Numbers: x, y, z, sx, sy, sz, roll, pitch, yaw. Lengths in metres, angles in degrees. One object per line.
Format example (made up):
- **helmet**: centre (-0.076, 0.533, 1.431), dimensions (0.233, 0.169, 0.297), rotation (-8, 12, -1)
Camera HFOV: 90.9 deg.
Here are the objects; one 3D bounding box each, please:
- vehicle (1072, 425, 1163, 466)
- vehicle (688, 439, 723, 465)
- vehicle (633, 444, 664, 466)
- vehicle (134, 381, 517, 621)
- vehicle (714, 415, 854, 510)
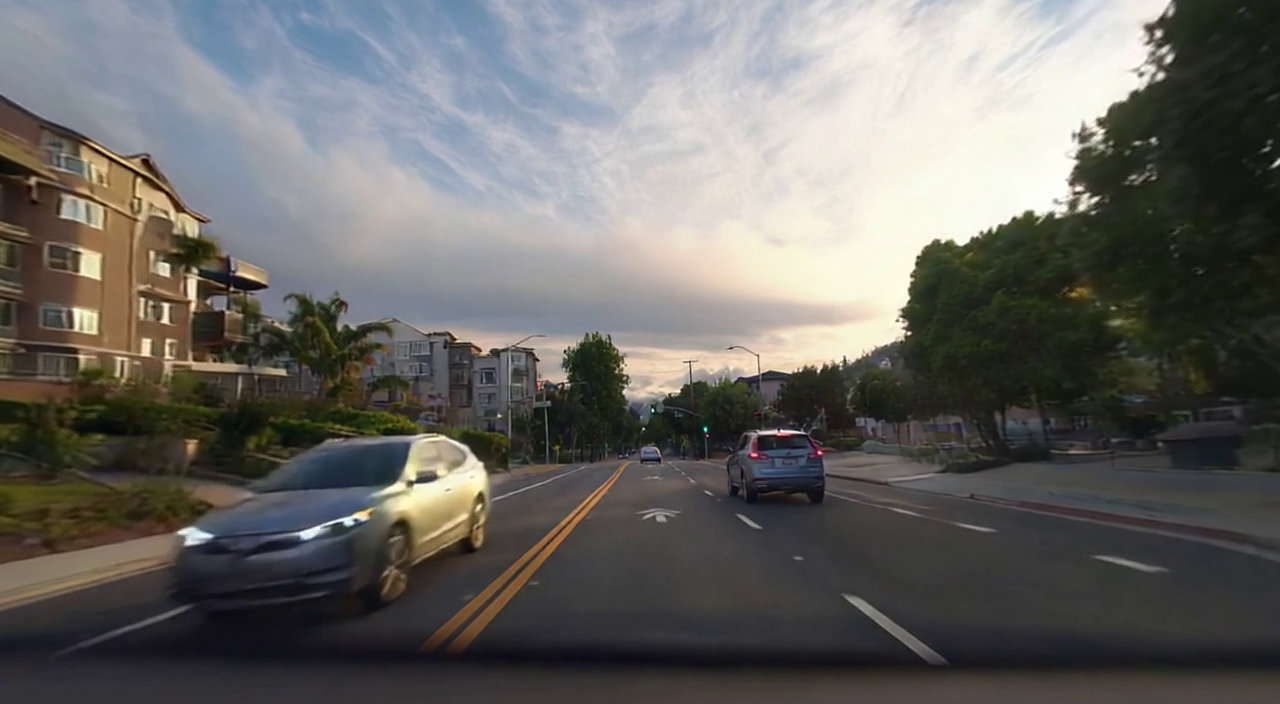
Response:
- **vehicle**: centre (21.425, 4.156, 28.212), dimensions (4.704, 1.447, 1.990), rotation (2, -10, -39)
- **vehicle**: centre (4.780, 7.389, 46.689), dimensions (2.335, 1.794, 4.898), rotation (-1, -9, 4)
- **vehicle**: centre (0.577, 7.455, 45.787), dimensions (2.097, 1.463, 4.043), rotation (-1, -9, 0)
- **vehicle**: centre (-3.067, 1.600, 7.740), dimensions (2.110, 1.936, 5.020), rotation (-1, -9, 0)
- **vehicle**: centre (3.164, 2.578, 15.048), dimensions (2.130, 1.863, 4.844), rotation (0, -9, 0)
